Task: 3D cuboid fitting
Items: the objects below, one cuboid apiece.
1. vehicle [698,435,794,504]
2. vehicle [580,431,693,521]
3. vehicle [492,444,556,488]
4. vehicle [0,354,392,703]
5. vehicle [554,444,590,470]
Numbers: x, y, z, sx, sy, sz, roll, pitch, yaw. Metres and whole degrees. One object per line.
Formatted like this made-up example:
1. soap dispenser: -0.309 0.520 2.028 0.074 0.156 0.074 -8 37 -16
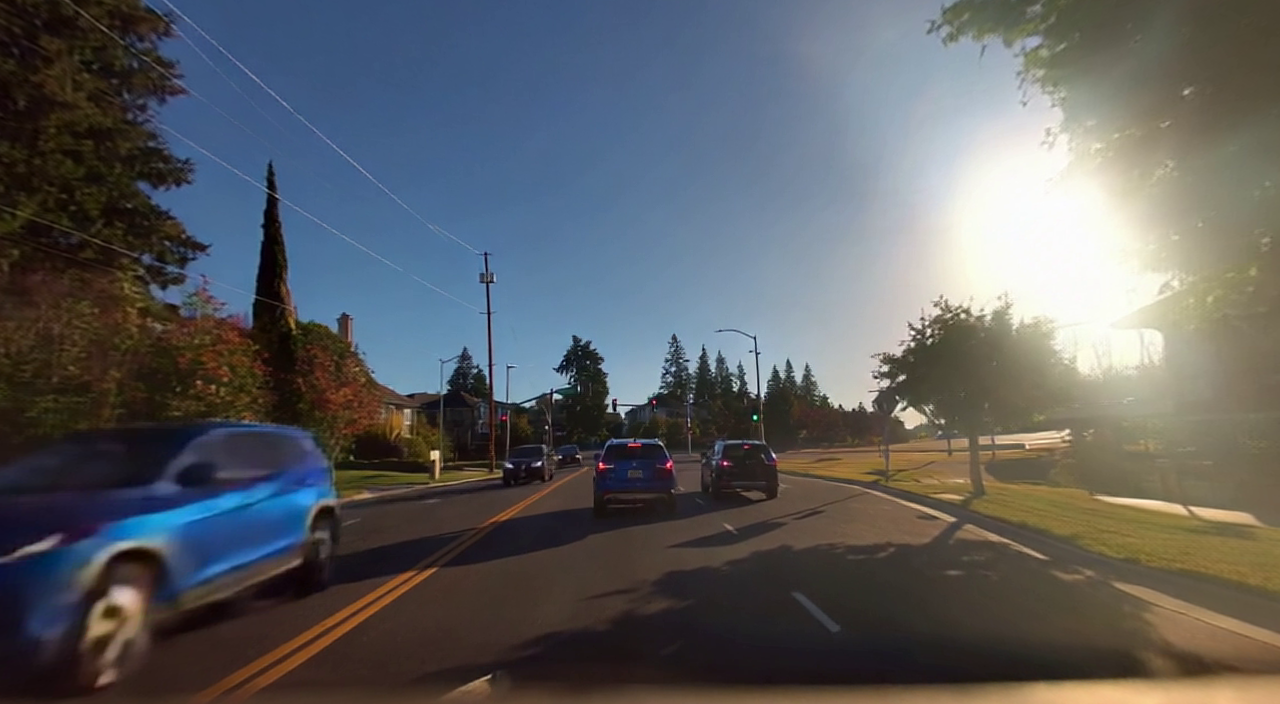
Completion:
1. vehicle: 2.918 3.340 18.386 1.967 1.756 4.281 0 -8 -1
2. vehicle: -0.113 2.676 14.164 2.151 1.695 4.100 0 -8 -1
3. vehicle: -4.916 4.837 27.216 2.063 1.727 3.923 0 -8 -1
4. vehicle: -4.519 1.380 6.009 2.138 1.938 5.584 0 -8 -1
5. vehicle: -5.224 8.158 49.245 2.197 1.882 4.973 0 -8 0
